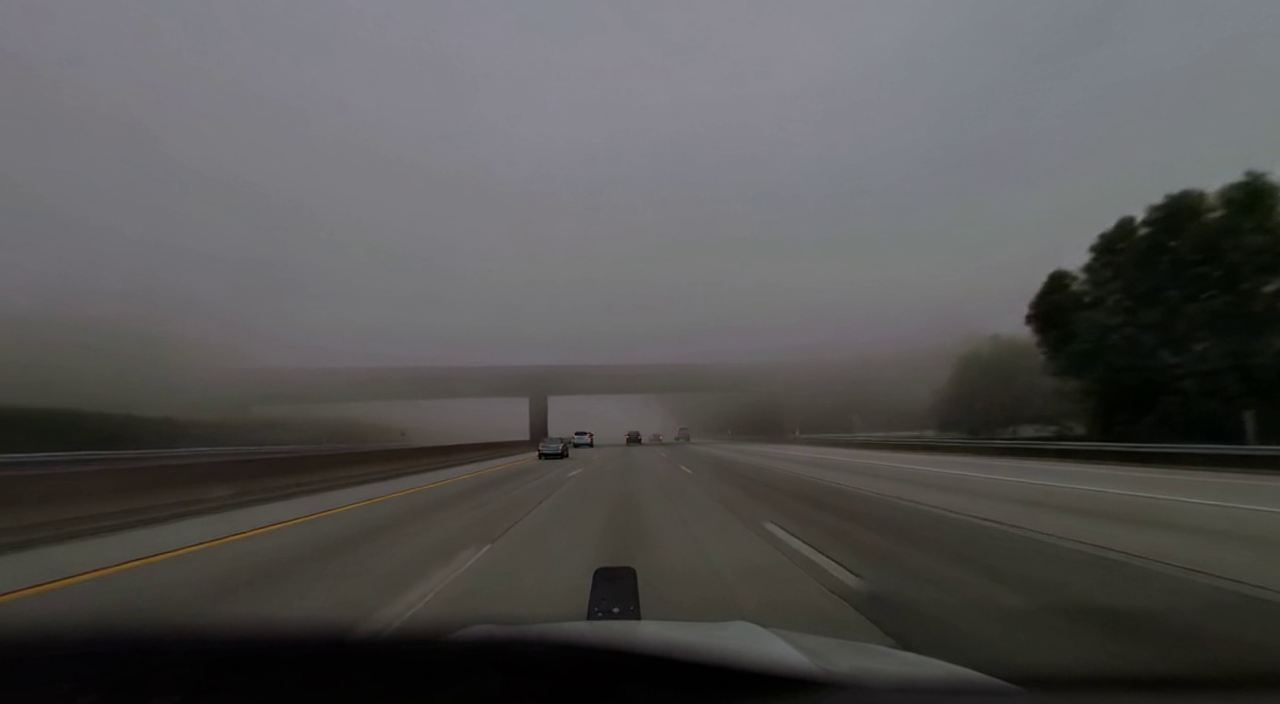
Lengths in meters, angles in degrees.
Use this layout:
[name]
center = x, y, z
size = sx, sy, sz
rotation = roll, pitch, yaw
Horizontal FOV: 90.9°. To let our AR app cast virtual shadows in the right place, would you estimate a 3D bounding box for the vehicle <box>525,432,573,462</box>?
[vehicle]
center = -4.683, 4.937, 32.866
size = 1.933, 1.473, 4.023
rotation = 0, -8, -1
